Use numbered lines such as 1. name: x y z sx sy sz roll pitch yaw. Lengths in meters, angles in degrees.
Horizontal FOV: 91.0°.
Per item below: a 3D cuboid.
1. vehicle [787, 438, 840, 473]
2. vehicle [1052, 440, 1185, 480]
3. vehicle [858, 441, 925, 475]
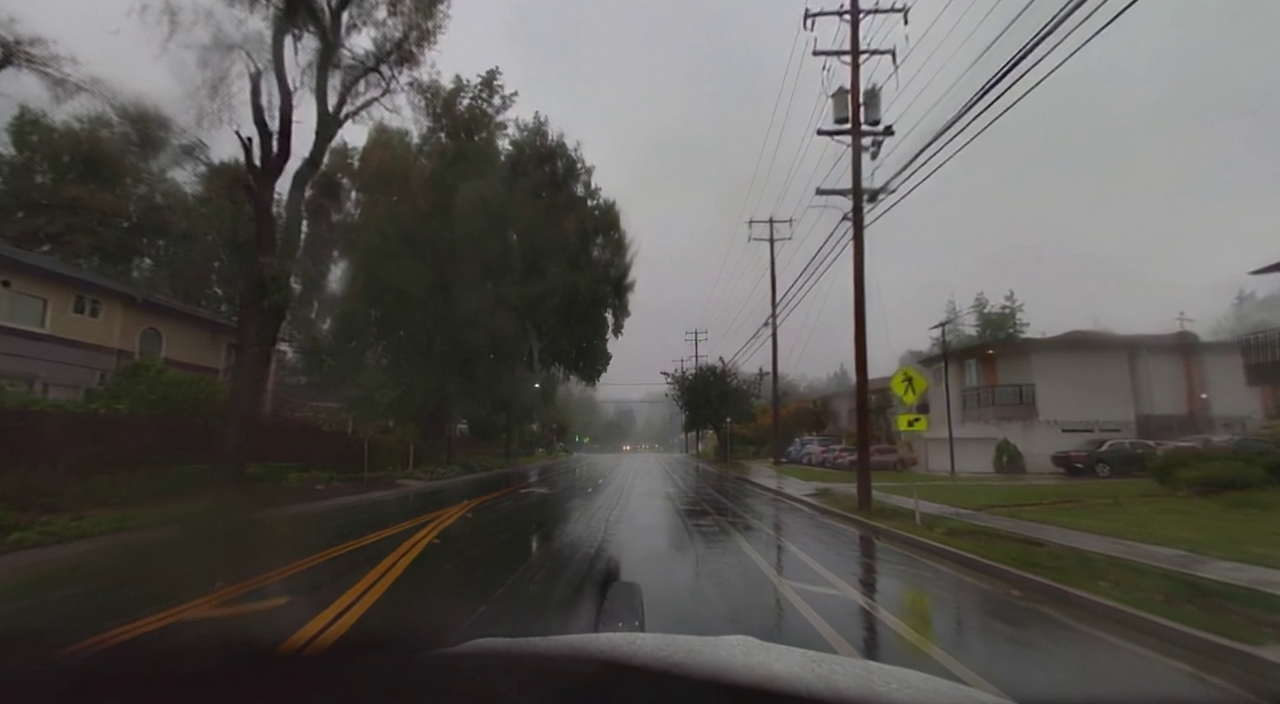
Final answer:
1. vehicle: 10.379 6.223 38.035 1.912 1.953 4.651 0 -9 0
2. vehicle: 21.141 4.755 27.969 3.943 1.664 2.391 0 -8 -1
3. vehicle: 13.648 5.789 34.443 1.935 1.683 4.669 0 -9 3
